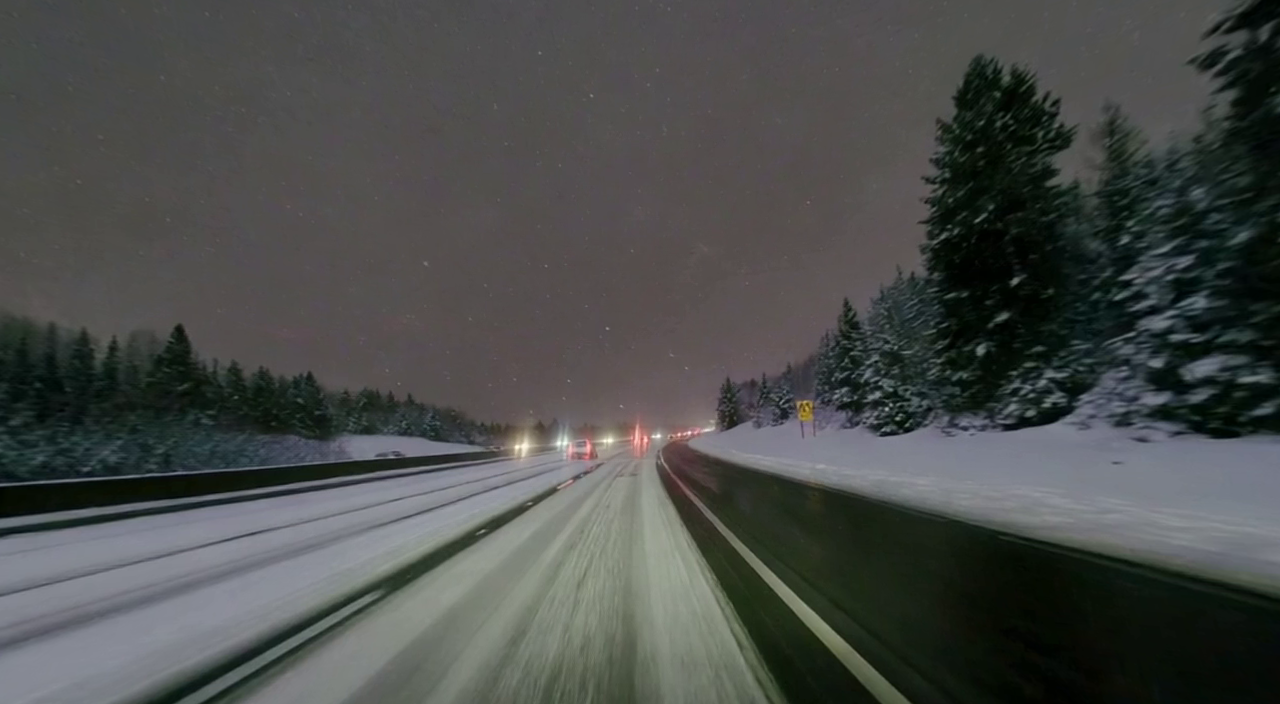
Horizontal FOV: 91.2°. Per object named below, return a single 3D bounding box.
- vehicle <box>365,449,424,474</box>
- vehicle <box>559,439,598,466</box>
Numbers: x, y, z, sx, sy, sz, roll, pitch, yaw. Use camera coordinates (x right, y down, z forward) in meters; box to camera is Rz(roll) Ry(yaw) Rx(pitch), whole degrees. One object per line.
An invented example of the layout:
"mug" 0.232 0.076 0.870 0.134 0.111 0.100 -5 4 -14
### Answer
"vehicle" -16.272 7.250 41.835 1.931 1.542 4.509 -1 -9 3
"vehicle" -3.848 6.390 39.954 1.998 1.584 4.005 0 -9 1
